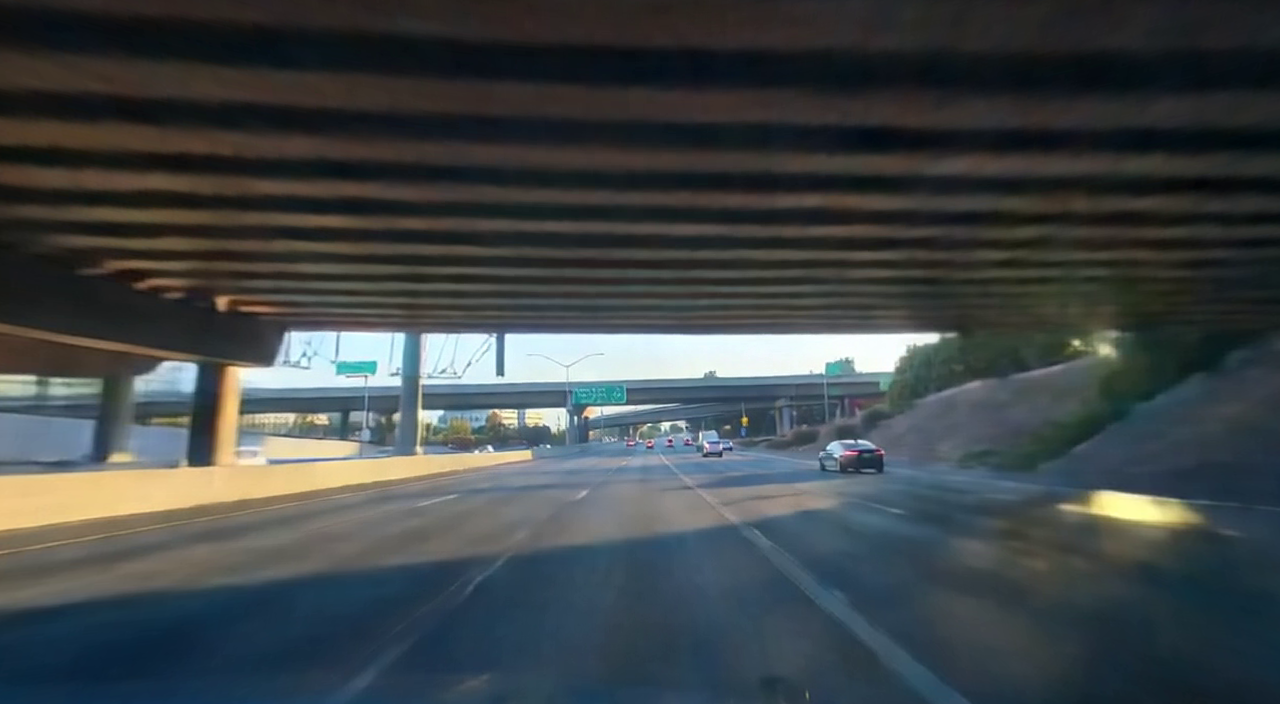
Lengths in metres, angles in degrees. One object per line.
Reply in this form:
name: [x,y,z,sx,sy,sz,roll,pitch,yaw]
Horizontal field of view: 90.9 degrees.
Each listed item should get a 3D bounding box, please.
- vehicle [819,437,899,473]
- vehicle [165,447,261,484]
vehicle: [10.021,4.740,29.306,2.000,1.514,4.585,0,-8,-1]
vehicle: [-27.481,7.273,40.900,2.326,2.112,5.658,-3,-9,0]
